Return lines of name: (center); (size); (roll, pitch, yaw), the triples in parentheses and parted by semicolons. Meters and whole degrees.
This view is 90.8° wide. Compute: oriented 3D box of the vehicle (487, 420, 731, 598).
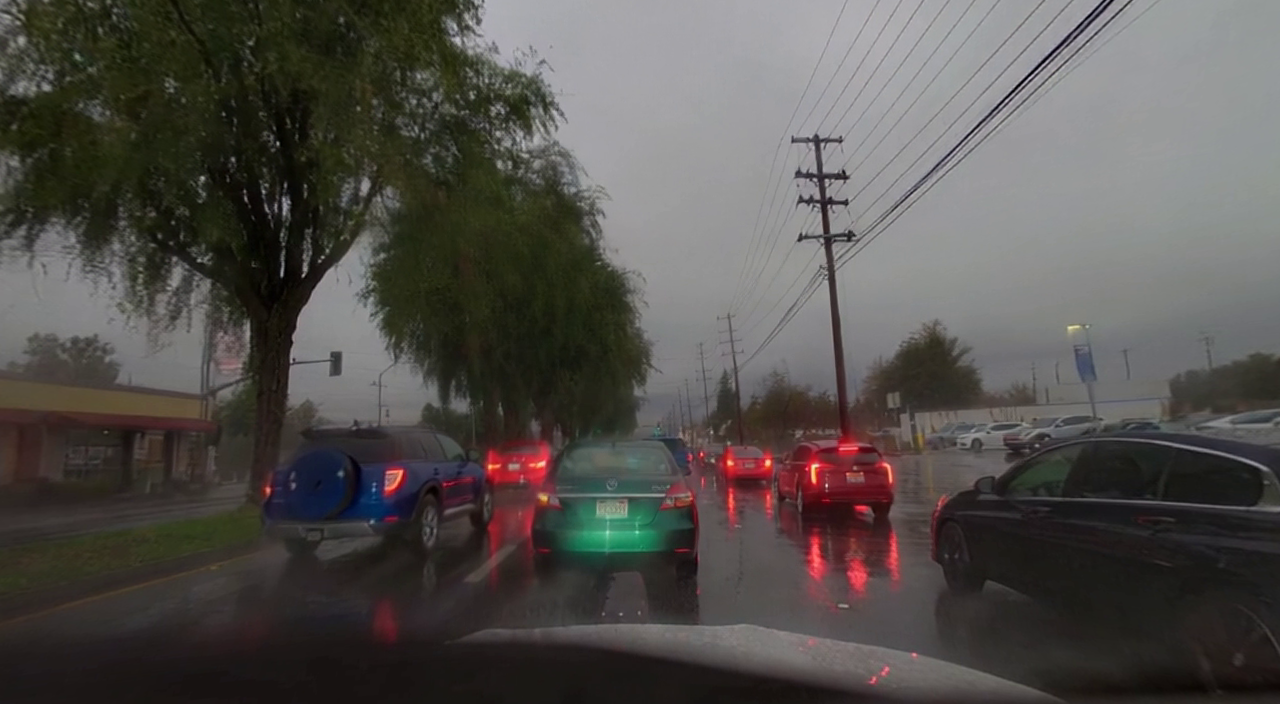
vehicle: (-0.311, 1.641, 7.419); (2.097, 1.511, 3.809); (0, -9, -2)

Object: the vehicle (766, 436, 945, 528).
vehicle: (3.934, 2.430, 12.450); (1.909, 1.473, 4.361); (0, -9, -1)

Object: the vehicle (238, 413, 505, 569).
vehicle: (-3.416, 1.850, 9.140); (1.979, 1.697, 4.254); (0, -9, 0)

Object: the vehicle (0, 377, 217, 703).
vehicle: (-2.850, 0.618, 0.441); (1.984, 1.496, 4.530); (0, -9, 0)

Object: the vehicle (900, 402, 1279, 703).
vehicle: (3.665, 1.190, 4.178); (1.929, 1.479, 4.723); (0, -9, 1)
